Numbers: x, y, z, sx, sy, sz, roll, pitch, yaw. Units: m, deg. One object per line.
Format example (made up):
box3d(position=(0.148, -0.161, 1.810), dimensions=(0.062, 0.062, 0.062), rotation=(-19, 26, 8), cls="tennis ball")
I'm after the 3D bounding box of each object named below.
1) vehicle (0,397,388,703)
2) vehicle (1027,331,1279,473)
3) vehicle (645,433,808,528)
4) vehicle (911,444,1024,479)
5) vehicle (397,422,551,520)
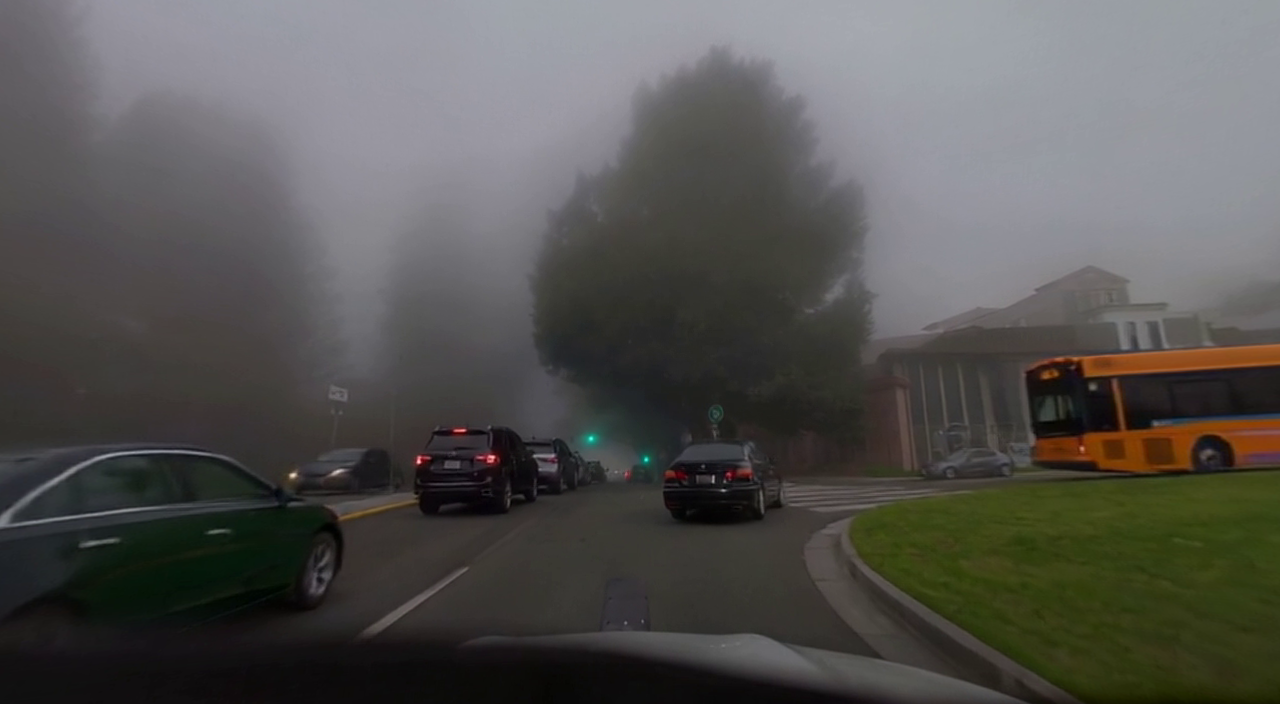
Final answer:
box3d(position=(-3.343, 1.033, 3.160), dimensions=(1.953, 1.480, 4.522), rotation=(-1, -8, 5), cls="vehicle")
box3d(position=(15.930, 1.316, 15.843), dimensions=(9.977, 3.303, 2.948), rotation=(-4, -9, 21), cls="vehicle")
box3d(position=(1.830, 2.359, 12.185), dimensions=(2.020, 1.478, 3.922), rotation=(-4, -9, 25), cls="vehicle")
box3d(position=(15.157, 5.093, 29.285), dimensions=(4.422, 1.457, 1.882), rotation=(-6, -10, 28), cls="vehicle")
box3d(position=(-3.357, 2.509, 13.850), dimensions=(2.017, 1.761, 4.572), rotation=(0, -8, 2), cls="vehicle")
